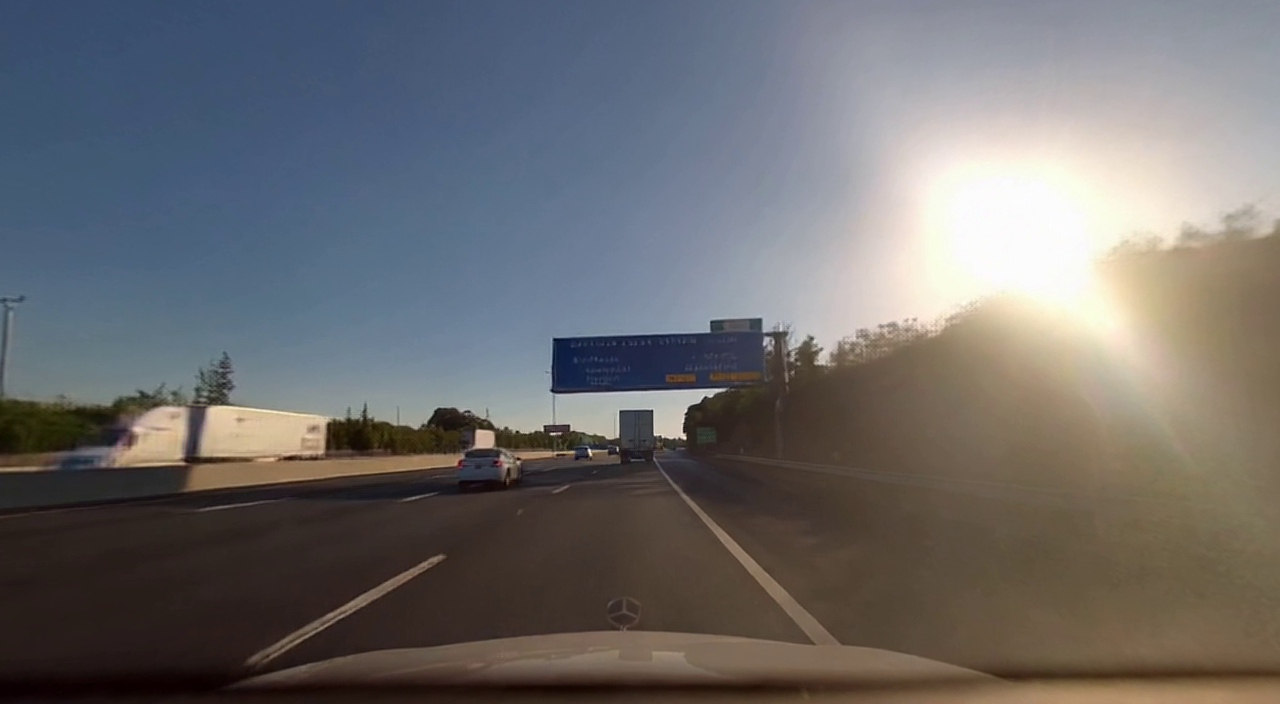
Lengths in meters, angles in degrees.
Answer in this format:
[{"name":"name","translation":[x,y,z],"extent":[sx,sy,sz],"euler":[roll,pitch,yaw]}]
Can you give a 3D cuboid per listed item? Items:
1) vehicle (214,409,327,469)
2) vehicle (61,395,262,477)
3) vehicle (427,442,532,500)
[{"name":"vehicle","translation":[-25.688,6.225,44.541],"extent":[2.893,3.815,8.134],"euler":[0,-9,0]},{"name":"vehicle","translation":[-25.804,4.791,35.125],"extent":[2.928,3.848,10.370],"euler":[0,-9,0]},{"name":"vehicle","translation":[-4.617,3.488,18.769],"extent":[2.024,1.515,3.907],"euler":[0,-9,1]}]
